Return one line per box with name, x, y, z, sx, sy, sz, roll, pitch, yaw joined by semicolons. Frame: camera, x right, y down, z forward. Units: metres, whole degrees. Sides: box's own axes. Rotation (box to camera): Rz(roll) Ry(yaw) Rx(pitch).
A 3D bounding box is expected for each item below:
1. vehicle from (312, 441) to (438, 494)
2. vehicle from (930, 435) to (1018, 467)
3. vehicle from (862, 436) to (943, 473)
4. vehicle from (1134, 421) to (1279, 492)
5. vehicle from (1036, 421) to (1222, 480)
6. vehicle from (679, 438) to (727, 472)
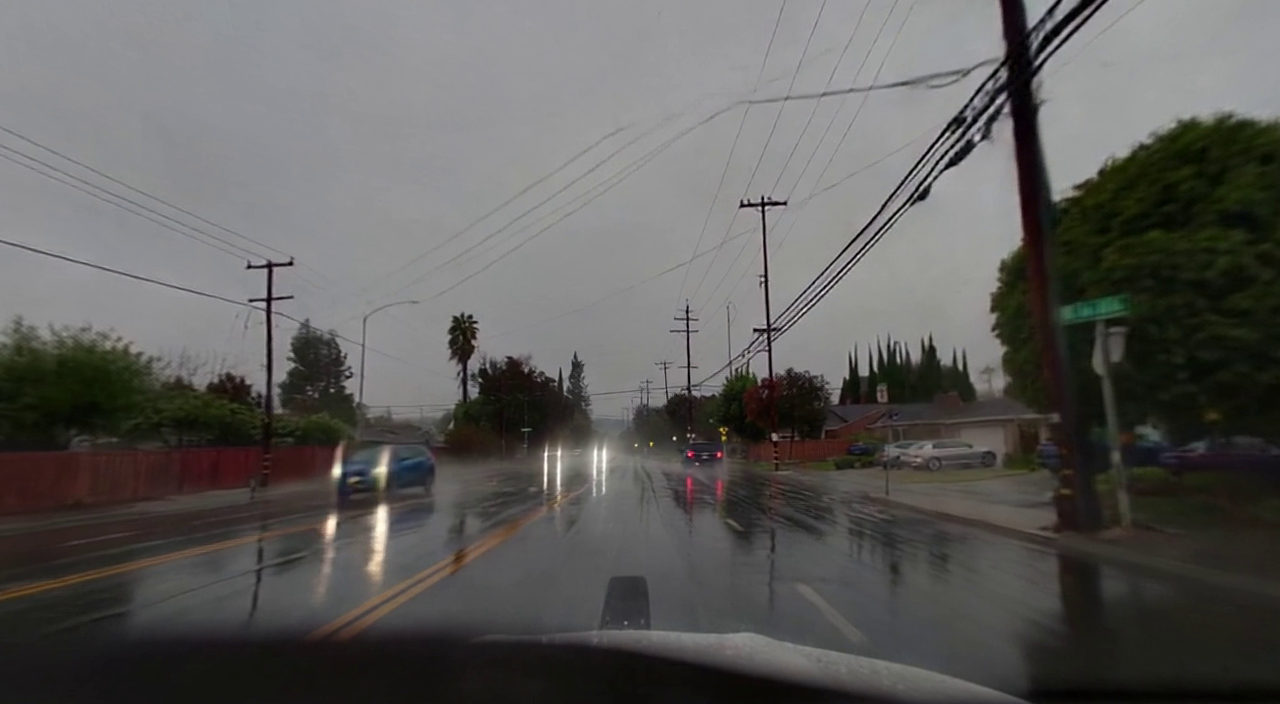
vehicle;-8.924;3.916;21.737;2.179;1.613;4.516;-1;-9;3
vehicle;16.065;4.798;30.600;1.747;1.405;4.372;0;-9;-2
vehicle;12.359;4.847;30.044;1.970;1.561;4.725;-1;-9;3
vehicle;15.221;2.535;15.658;4.135;1.558;1.929;-2;-8;2
vehicle;16.442;3.354;21.437;4.329;1.682;2.240;-3;-9;2
vehicle;3.583;5.986;36.877;2.144;1.843;4.827;0;-9;-2
